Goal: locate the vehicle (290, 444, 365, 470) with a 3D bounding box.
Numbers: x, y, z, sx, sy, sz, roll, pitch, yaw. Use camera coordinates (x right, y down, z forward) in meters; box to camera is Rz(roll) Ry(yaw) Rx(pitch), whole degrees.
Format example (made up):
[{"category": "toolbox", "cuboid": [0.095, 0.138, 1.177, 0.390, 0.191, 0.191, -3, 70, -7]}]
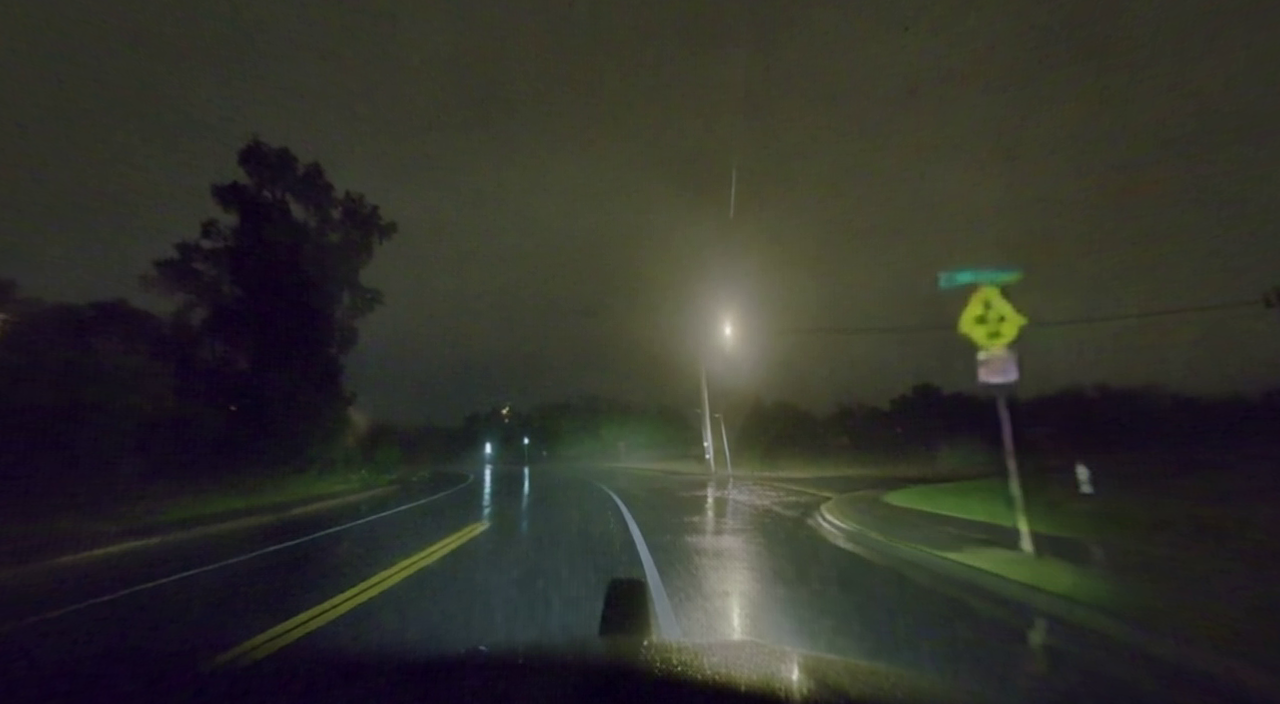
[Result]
[{"category": "vehicle", "cuboid": [-23.589, 7.936, 47.637, 4.562, 1.857, 2.129, -1, -9, 9]}]
